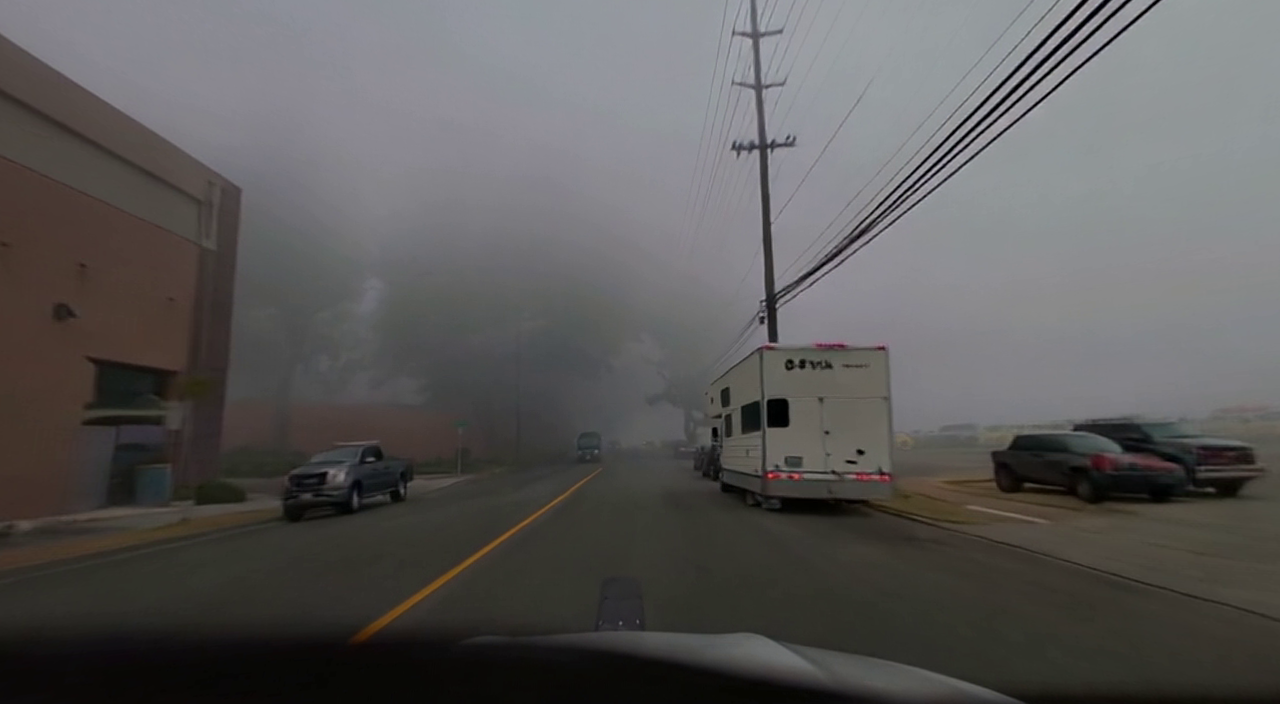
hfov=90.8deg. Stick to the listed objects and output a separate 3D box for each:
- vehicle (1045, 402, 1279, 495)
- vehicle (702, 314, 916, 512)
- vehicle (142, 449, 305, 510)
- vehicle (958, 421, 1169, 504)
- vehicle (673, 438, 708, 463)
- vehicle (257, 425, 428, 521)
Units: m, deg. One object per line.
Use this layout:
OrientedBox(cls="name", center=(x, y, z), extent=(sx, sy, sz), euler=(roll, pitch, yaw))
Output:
OrientedBox(cls="vehicle", center=(12.277, 2.284, 15.084), extent=(2.022, 1.849, 4.509), euler=(0, -8, -2))
OrientedBox(cls="vehicle", center=(3.839, 1.922, 16.927), extent=(3.029, 3.860, 7.726), euler=(-5, -10, -2))
OrientedBox(cls="vehicle", center=(-12.306, 3.740, 19.067), extent=(1.763, 1.497, 4.275), euler=(-5, -9, 6))
OrientedBox(cls="vehicle", center=(9.674, 2.556, 14.993), extent=(2.039, 1.662, 4.304), euler=(-1, -8, 1))
OrientedBox(cls="vehicle", center=(3.840, 7.602, 48.854), extent=(2.112, 1.848, 4.913), euler=(0, -8, -2))
OrientedBox(cls="vehicle", center=(-7.893, 3.244, 17.522), extent=(2.177, 2.075, 5.427), euler=(-4, -9, -1))
